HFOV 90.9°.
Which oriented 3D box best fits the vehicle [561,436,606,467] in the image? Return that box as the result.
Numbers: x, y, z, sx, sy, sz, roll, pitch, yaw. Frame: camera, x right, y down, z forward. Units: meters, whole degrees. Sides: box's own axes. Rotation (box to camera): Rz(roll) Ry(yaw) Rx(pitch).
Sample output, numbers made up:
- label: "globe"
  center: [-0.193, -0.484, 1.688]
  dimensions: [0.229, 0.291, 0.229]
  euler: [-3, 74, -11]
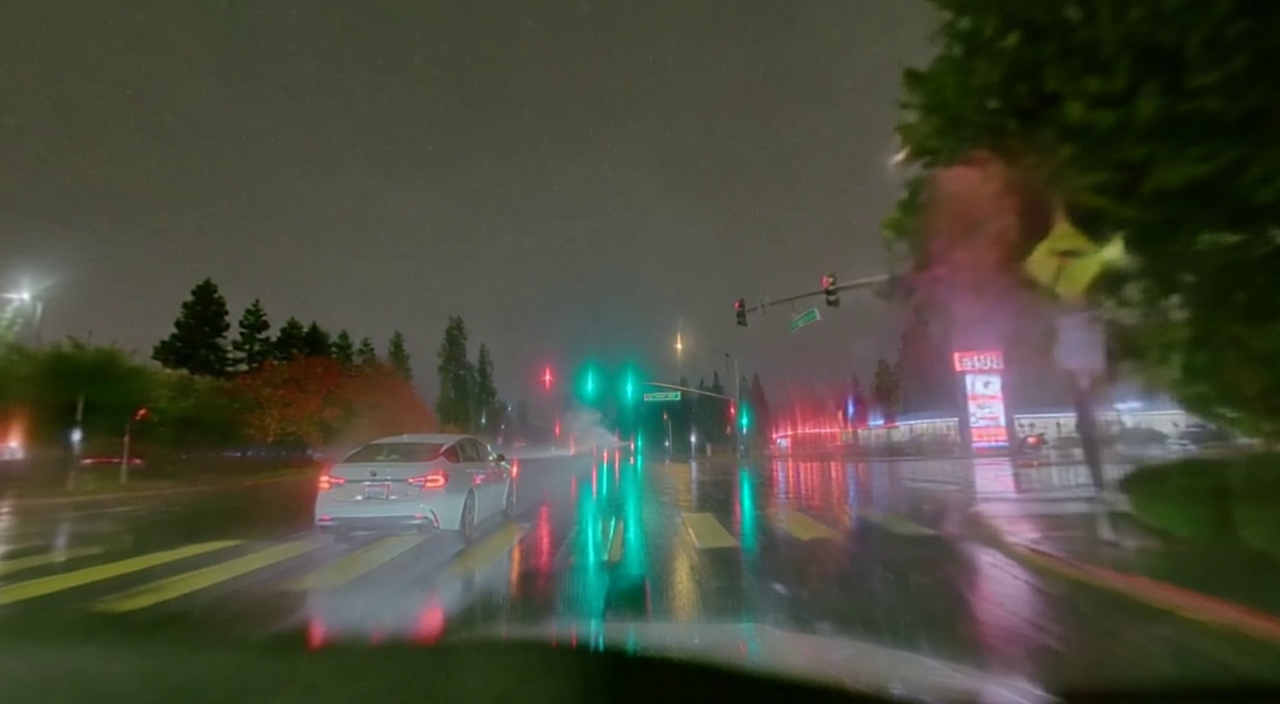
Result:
- label: "vehicle"
  center: [-3.166, 5.696, 36.177]
  dimensions: [2.109, 1.692, 4.220]
  euler: [0, -8, 1]

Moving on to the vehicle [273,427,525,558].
- label: "vehicle"
  center: [-3.155, 1.933, 9.447]
  dimensions: [2.018, 1.477, 4.401]
  euler: [0, -8, 0]
